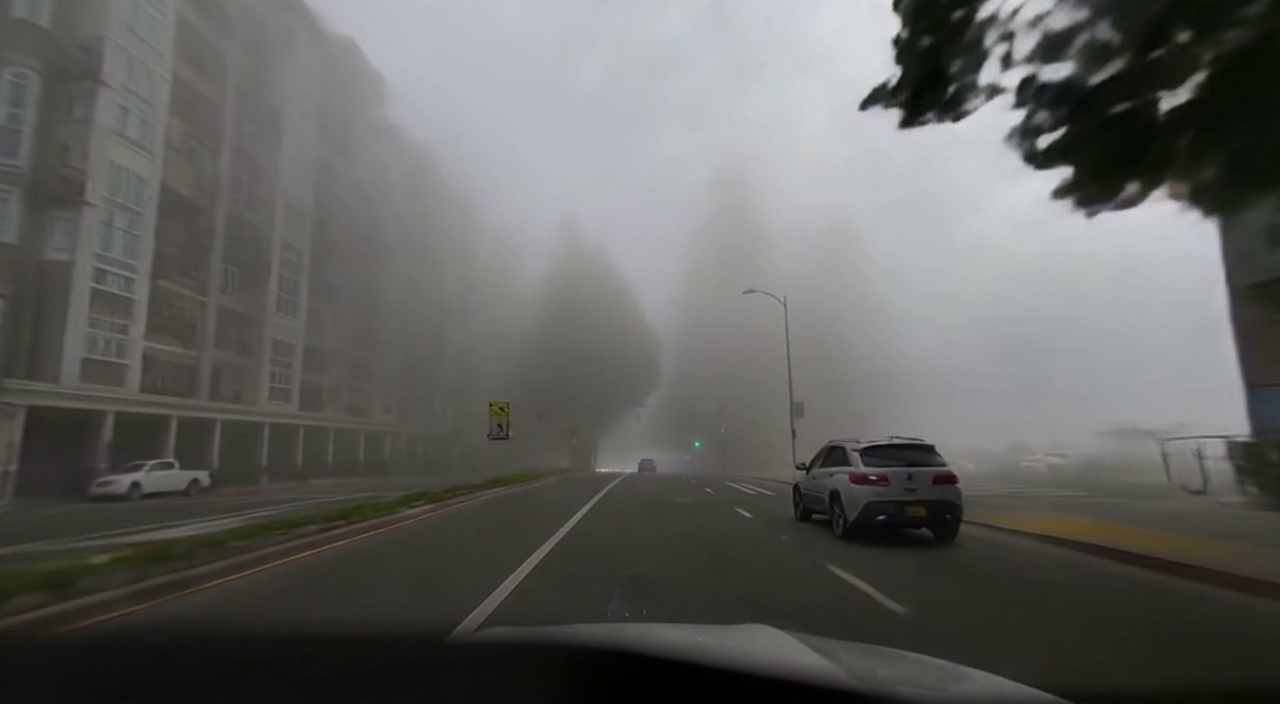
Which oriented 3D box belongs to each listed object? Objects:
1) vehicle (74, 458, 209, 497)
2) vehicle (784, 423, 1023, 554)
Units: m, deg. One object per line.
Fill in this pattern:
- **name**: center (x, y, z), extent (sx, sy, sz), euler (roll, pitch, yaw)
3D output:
- **vehicle**: center (-21.361, 5.359, 27.320), extent (1.864, 1.468, 4.770), euler (0, -9, 1)
- **vehicle**: center (3.694, 1.974, 9.766), extent (1.949, 1.583, 3.996), euler (0, -9, 0)
